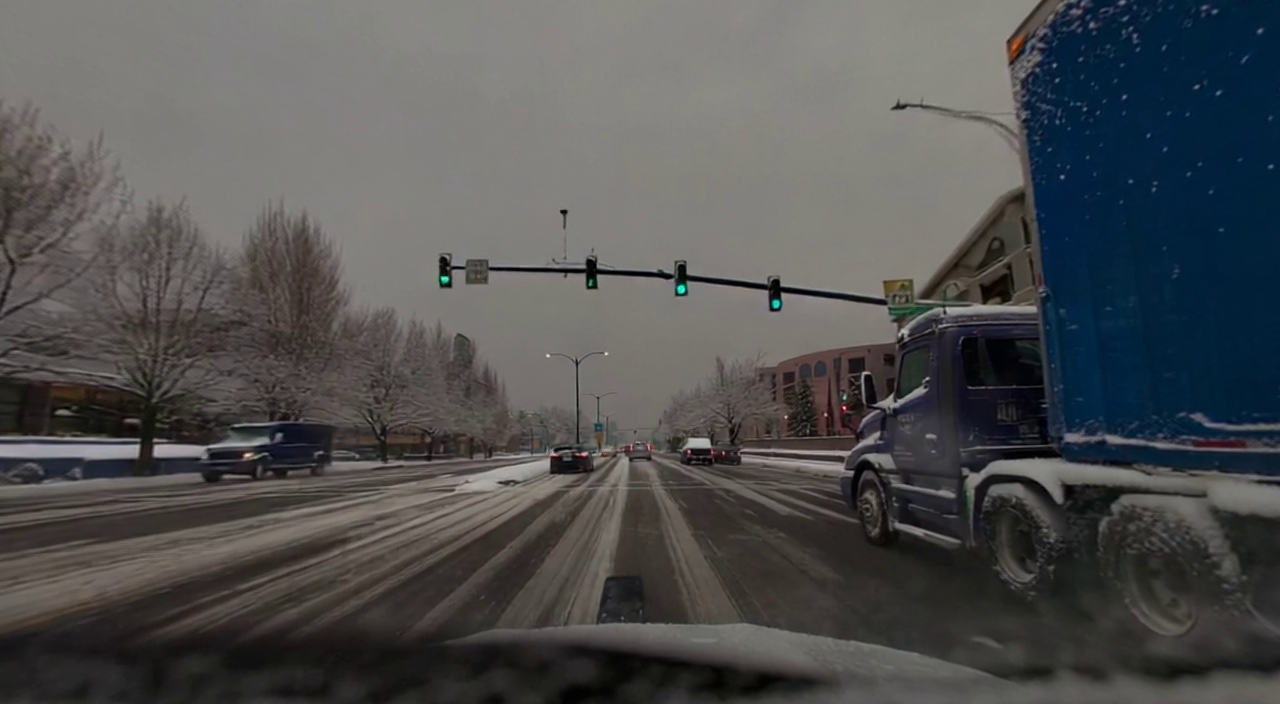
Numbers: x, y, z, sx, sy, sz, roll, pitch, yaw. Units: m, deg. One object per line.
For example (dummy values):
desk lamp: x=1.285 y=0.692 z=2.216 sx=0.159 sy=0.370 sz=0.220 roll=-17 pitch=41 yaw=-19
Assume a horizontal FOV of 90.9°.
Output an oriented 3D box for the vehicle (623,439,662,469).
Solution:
vehicle: x=0.141 y=6.234 z=38.790 sx=2.276 sy=1.704 sz=3.925 roll=0 pitch=-8 yaw=0

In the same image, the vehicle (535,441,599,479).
vehicle: x=-3.124 y=4.725 z=27.963 sx=2.211 sy=1.537 sz=4.666 roll=0 pitch=-8 yaw=1

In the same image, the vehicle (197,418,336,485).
vehicle: x=-18.143 y=4.896 z=31.295 sx=2.473 sy=2.894 sz=7.075 roll=0 pitch=-8 yaw=0

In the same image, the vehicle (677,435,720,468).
vehicle: x=3.574 y=6.200 z=39.470 sx=2.196 sy=1.908 sz=4.412 roll=0 pitch=-8 yaw=-1

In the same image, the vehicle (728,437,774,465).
vehicle: x=7.651 y=6.896 z=43.950 sx=2.174 sy=1.793 sz=5.061 roll=0 pitch=-8 yaw=-1

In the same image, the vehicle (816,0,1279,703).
vehicle: x=3.888 y=-0.025 z=4.151 sx=3.006 sy=3.679 sz=8.506 roll=0 pitch=-8 yaw=0
